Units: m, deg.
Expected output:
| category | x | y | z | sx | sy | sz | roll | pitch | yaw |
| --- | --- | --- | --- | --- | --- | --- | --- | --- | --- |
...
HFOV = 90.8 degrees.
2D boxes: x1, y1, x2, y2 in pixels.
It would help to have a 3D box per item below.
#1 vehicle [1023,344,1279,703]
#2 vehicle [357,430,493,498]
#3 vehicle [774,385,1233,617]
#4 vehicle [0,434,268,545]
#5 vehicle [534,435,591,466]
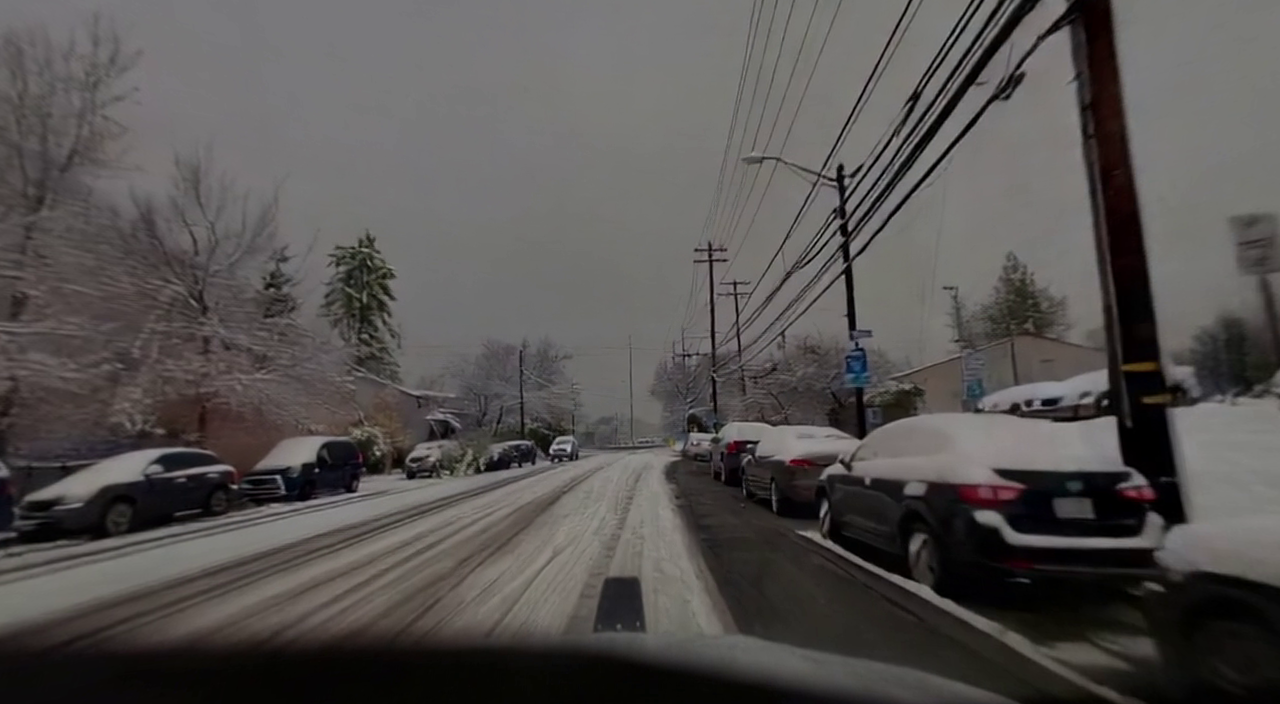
| category | x | y | z | sx | sy | sz | roll | pitch | yaw |
| --- | --- | --- | --- | --- | --- | --- | --- | --- | --- |
| vehicle | 3.289 | 0.656 | 1.214 | 2.098 | 1.624 | 4.477 | 0 | -8 | -3 |
| vehicle | -6.264 | 3.278 | 19.120 | 2.081 | 1.760 | 4.598 | 0 | -7 | 6 |
| vehicle | 3.234 | 1.438 | 7.111 | 2.156 | 1.702 | 4.687 | 0 | -8 | -3 |
| vehicle | -10.633 | 2.808 | 13.459 | 2.134 | 1.775 | 4.706 | -8 | -10 | 8 |
| vehicle | -5.270 | 6.833 | 44.068 | 2.319 | 2.021 | 5.762 | -2 | -8 | 10 |
